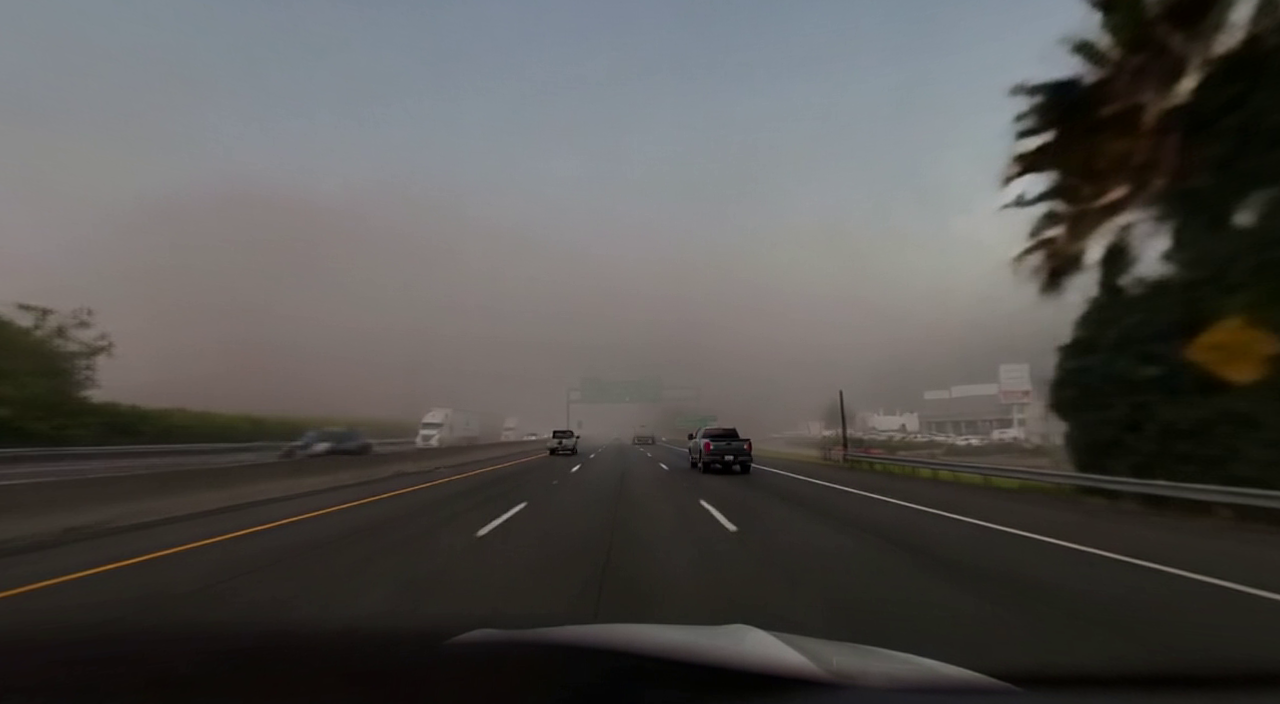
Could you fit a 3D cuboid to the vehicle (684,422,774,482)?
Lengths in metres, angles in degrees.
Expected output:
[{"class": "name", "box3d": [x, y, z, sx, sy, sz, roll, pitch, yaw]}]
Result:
[{"class": "vehicle", "box3d": [2.626, 3.084, 19.738, 2.022, 1.637, 4.229, 0, -8, -3]}]

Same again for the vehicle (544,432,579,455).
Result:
[{"class": "vehicle", "box3d": [-5.500, 6.468, 44.591, 1.996, 1.518, 4.229, 0, -8, -2]}]

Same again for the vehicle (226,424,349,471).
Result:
[{"class": "vehicle", "box3d": [-12.997, 3.560, 23.623, 2.089, 1.570, 4.470, 0, -8, -2]}]
